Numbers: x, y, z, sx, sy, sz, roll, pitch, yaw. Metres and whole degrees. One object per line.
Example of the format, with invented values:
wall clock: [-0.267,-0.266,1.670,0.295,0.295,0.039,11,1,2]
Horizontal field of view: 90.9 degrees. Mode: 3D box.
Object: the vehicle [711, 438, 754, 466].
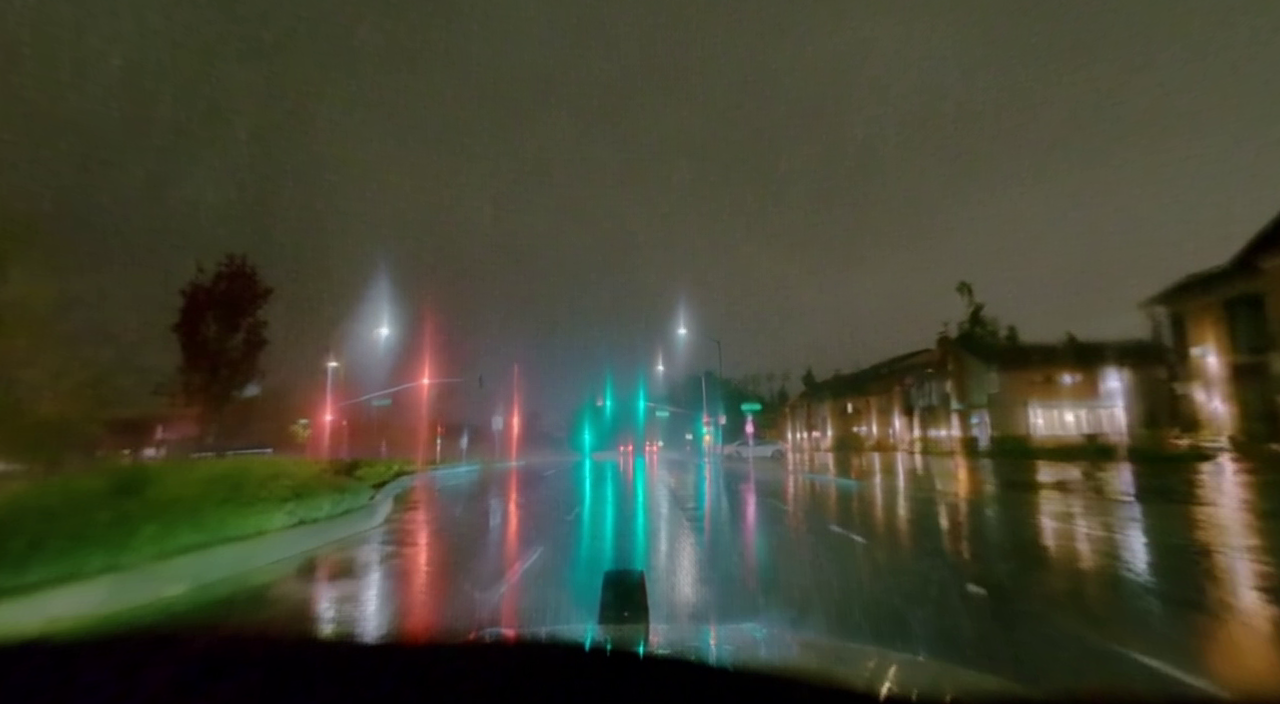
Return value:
vehicle: [6.163,6.754,42.531,2.094,1.766,4.792,0,-9,0]
